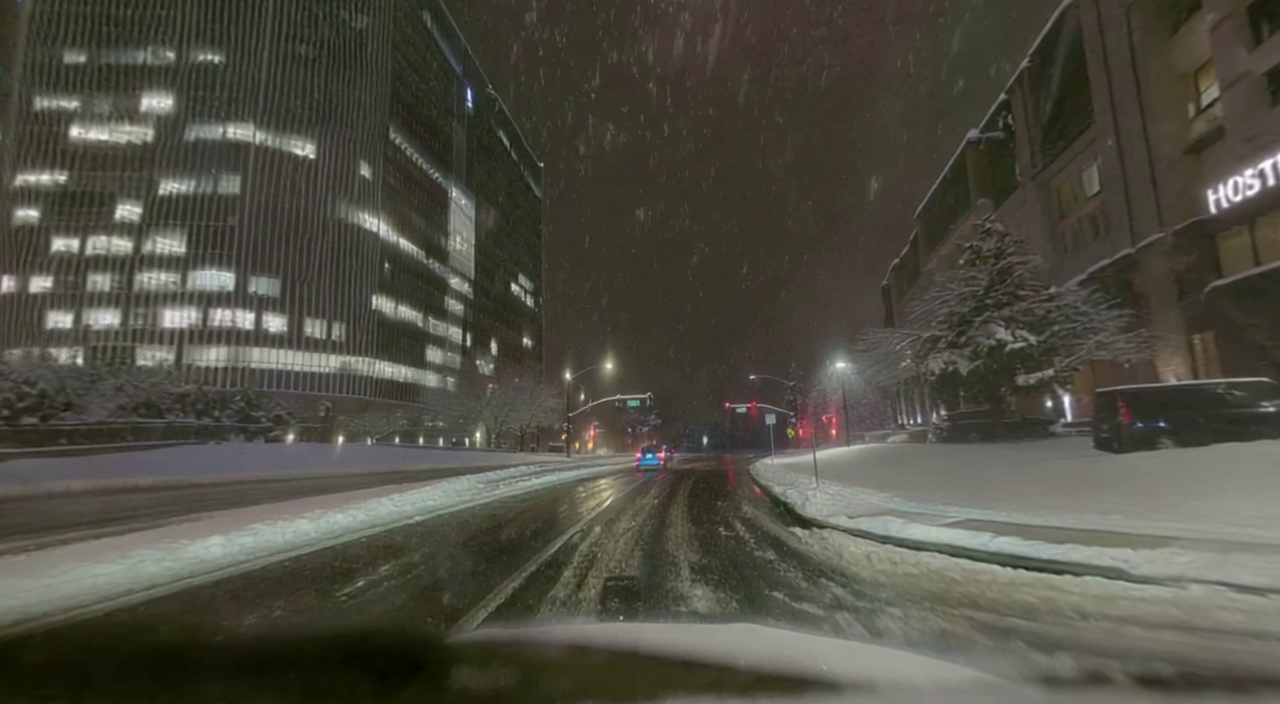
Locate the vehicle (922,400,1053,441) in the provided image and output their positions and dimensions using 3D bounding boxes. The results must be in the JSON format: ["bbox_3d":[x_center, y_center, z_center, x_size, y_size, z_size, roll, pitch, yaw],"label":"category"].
[{"bbox_3d":[15.352,3.081,28.040,4.586,1.716,1.992,-1,-9,6],"label":"vehicle"}]

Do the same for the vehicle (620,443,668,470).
[{"bbox_3d":[0.303,6.056,36.715,1.971,1.486,4.380,-2,-9,11],"label":"vehicle"}]

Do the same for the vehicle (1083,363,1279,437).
[{"bbox_3d":[13.821,1.189,15.311,4.493,1.510,1.860,-3,-9,6],"label":"vehicle"}]
